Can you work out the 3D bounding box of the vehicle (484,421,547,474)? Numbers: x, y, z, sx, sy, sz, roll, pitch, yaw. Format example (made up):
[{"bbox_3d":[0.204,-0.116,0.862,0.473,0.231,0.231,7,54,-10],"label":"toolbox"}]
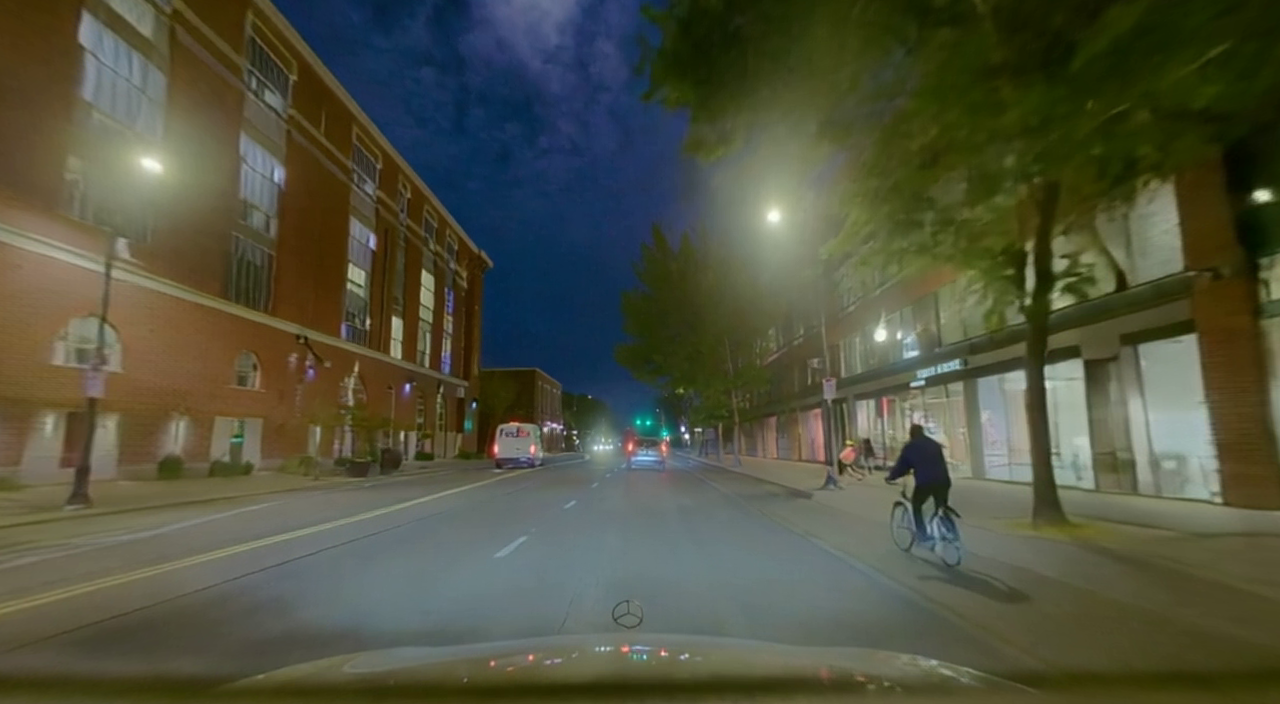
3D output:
[{"bbox_3d":[-6.687,5.213,34.631,2.418,2.620,5.522,-1,-8,-1],"label":"vehicle"}]

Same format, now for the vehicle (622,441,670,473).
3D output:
[{"bbox_3d":[0.320,5.485,33.197,2.356,1.572,4.810,0,-9,1],"label":"vehicle"}]
